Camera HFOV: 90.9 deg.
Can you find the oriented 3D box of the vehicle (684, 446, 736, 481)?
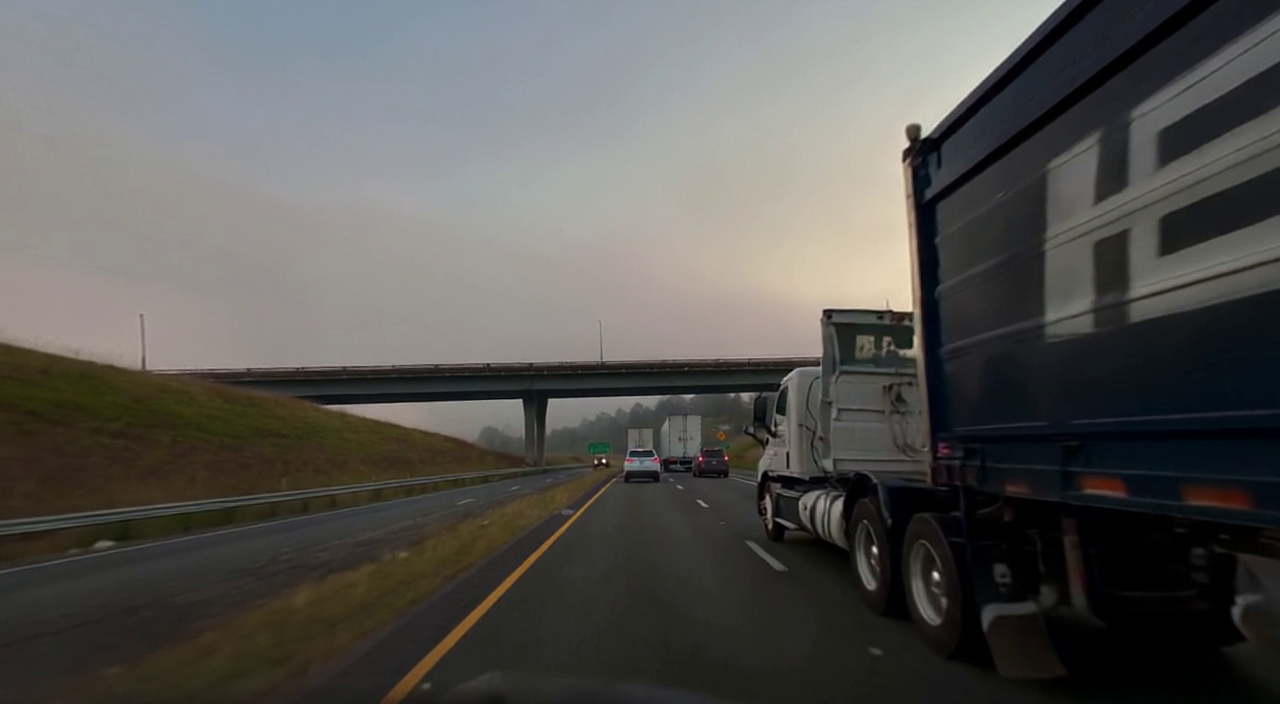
[{"bbox_3d":[3.326,5.367,30.535,1.972,1.505,3.946,0,-9,-1],"label":"vehicle"}]

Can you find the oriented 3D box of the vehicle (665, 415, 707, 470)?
[{"bbox_3d":[3.563,7.195,49.622,2.948,3.974,6.480,-1,-9,3],"label":"vehicle"}]

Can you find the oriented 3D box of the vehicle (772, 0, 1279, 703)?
[{"bbox_3d":[3.102,-0.521,0.695,2.870,4.056,14.250,-1,-9,0],"label":"vehicle"}]

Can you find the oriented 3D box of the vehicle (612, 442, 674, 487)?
[{"bbox_3d":[0.115,4.446,25.113,2.256,1.615,4.114,-1,-9,0],"label":"vehicle"}]
